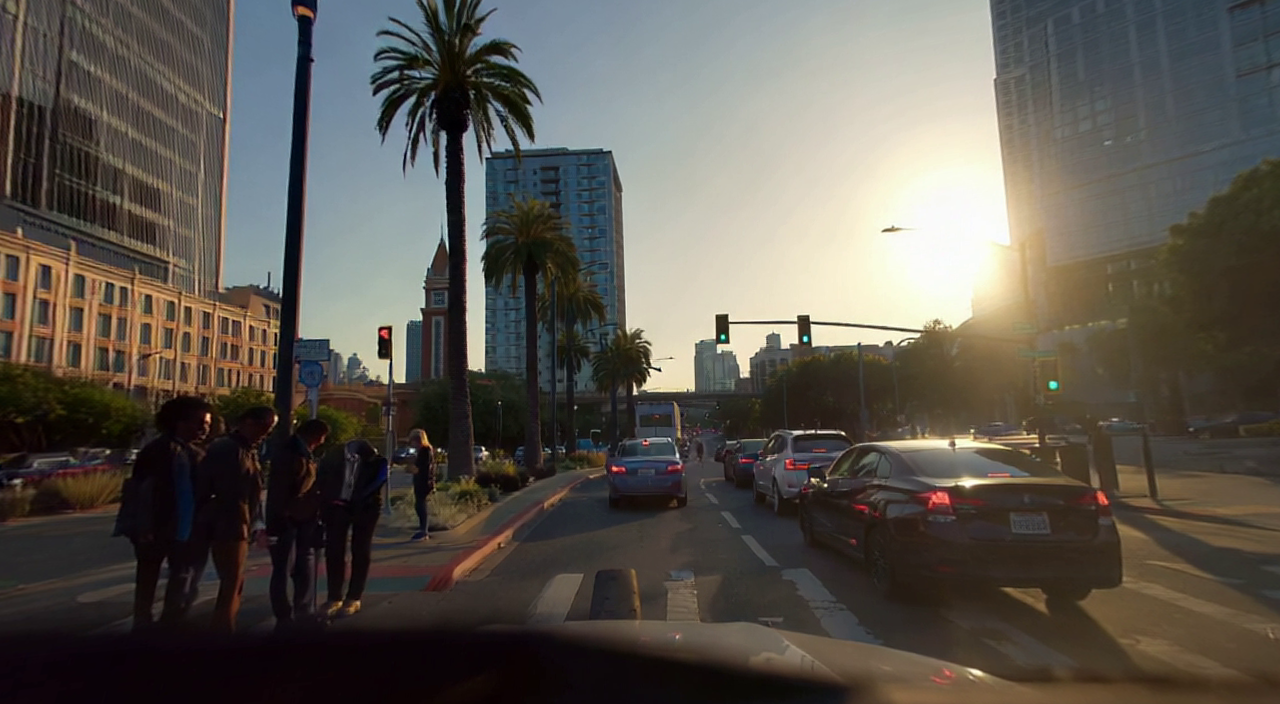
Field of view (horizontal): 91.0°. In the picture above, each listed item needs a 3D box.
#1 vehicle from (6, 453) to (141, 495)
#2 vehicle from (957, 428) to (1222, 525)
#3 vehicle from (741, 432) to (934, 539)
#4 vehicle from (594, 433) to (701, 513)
[{"bbox_3d":[-26.700,5.724,29.954,2.105,1.793,4.812,0,-9,-4],"label":"vehicle"},{"bbox_3d":[8.174,2.282,12.087,1.859,1.508,4.259,0,-9,-1],"label":"vehicle"},{"bbox_3d":[3.101,2.191,11.004,1.913,1.469,4.425,0,-9,0],"label":"vehicle"},{"bbox_3d":[0.177,2.611,13.990,2.048,1.503,3.681,0,-9,1],"label":"vehicle"}]
